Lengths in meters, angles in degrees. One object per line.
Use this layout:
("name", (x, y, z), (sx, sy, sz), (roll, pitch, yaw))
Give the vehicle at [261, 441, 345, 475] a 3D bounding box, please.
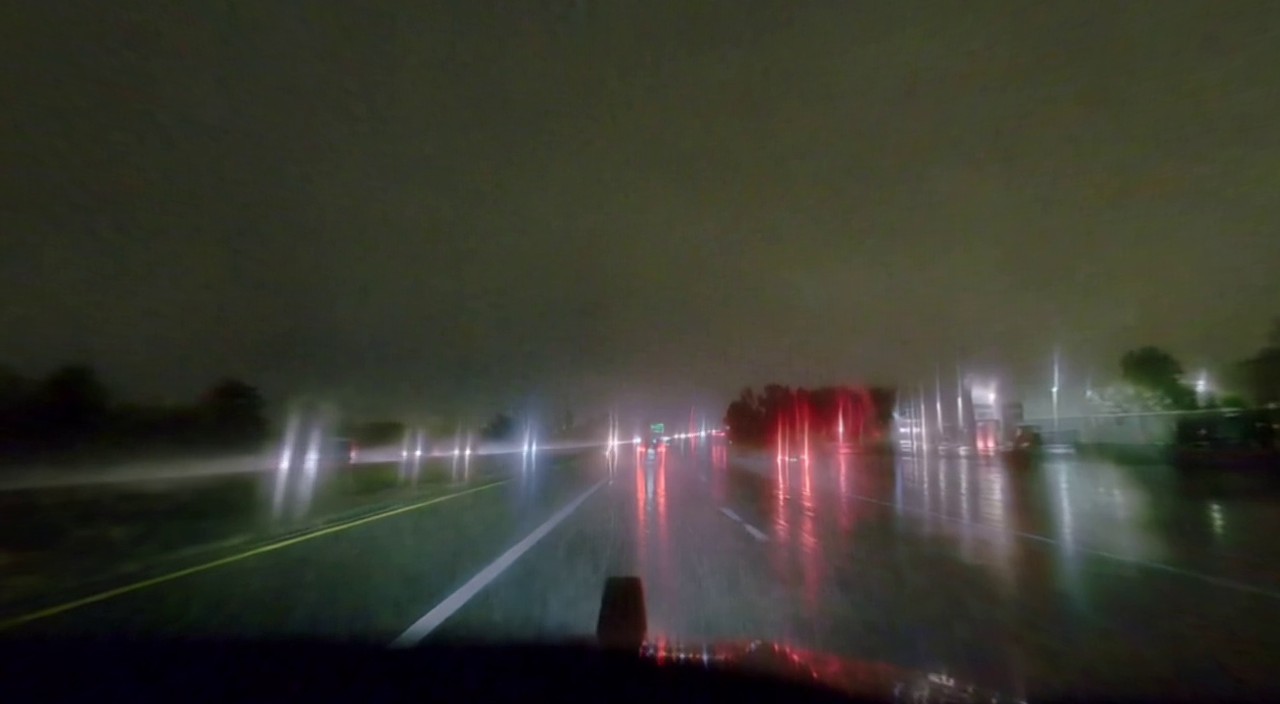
("vehicle", (-19.960, 6.264, 37.623), (2.146, 1.825, 5.020), (-1, -8, 1))
